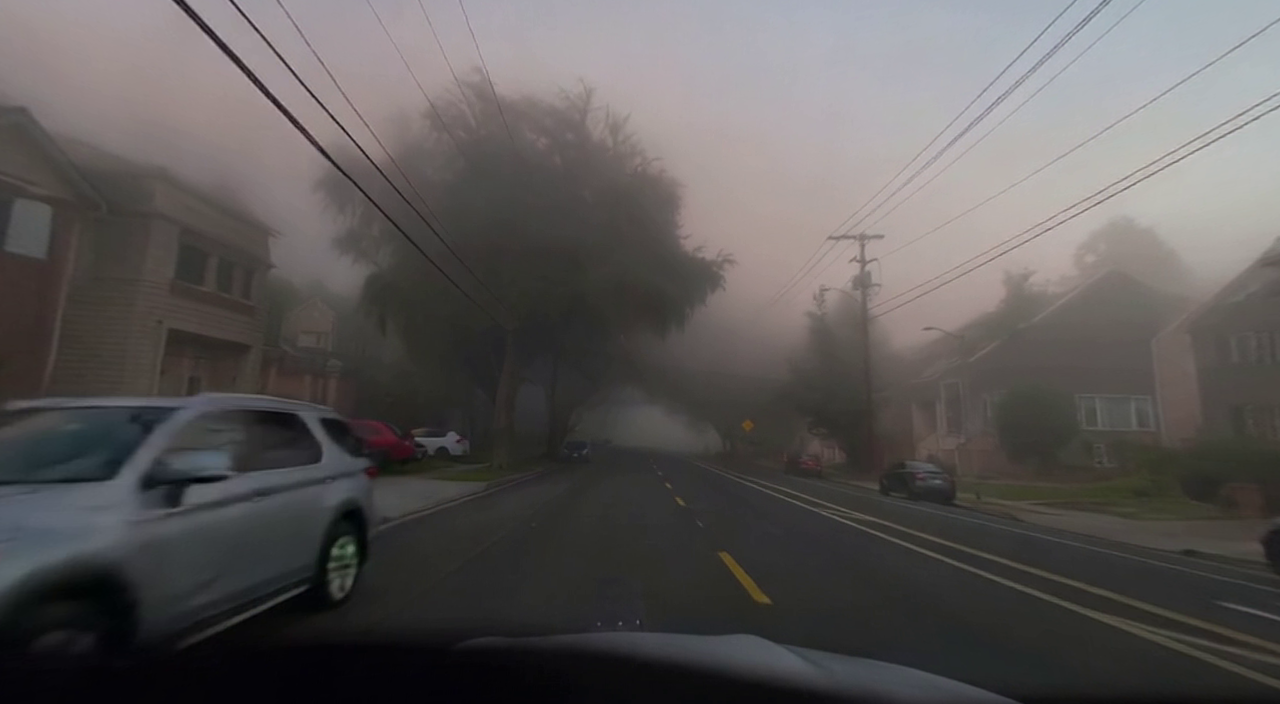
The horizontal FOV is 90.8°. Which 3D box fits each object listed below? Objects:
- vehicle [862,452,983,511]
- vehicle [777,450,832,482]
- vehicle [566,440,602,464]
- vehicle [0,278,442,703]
[{"bbox_3d":[9.594,4.378,21.936,1.977,1.495,4.800,8,-8,1],"label":"vehicle"},{"bbox_3d":[9.416,6.525,36.463,1.930,1.456,4.511,8,-8,2],"label":"vehicle"},{"bbox_3d":[-3.666,6.614,42.063,2.021,1.475,4.523,0,-8,0],"label":"vehicle"},{"bbox_3d":[-3.265,0.985,3.853,2.290,1.924,5.536,0,-8,0],"label":"vehicle"}]
